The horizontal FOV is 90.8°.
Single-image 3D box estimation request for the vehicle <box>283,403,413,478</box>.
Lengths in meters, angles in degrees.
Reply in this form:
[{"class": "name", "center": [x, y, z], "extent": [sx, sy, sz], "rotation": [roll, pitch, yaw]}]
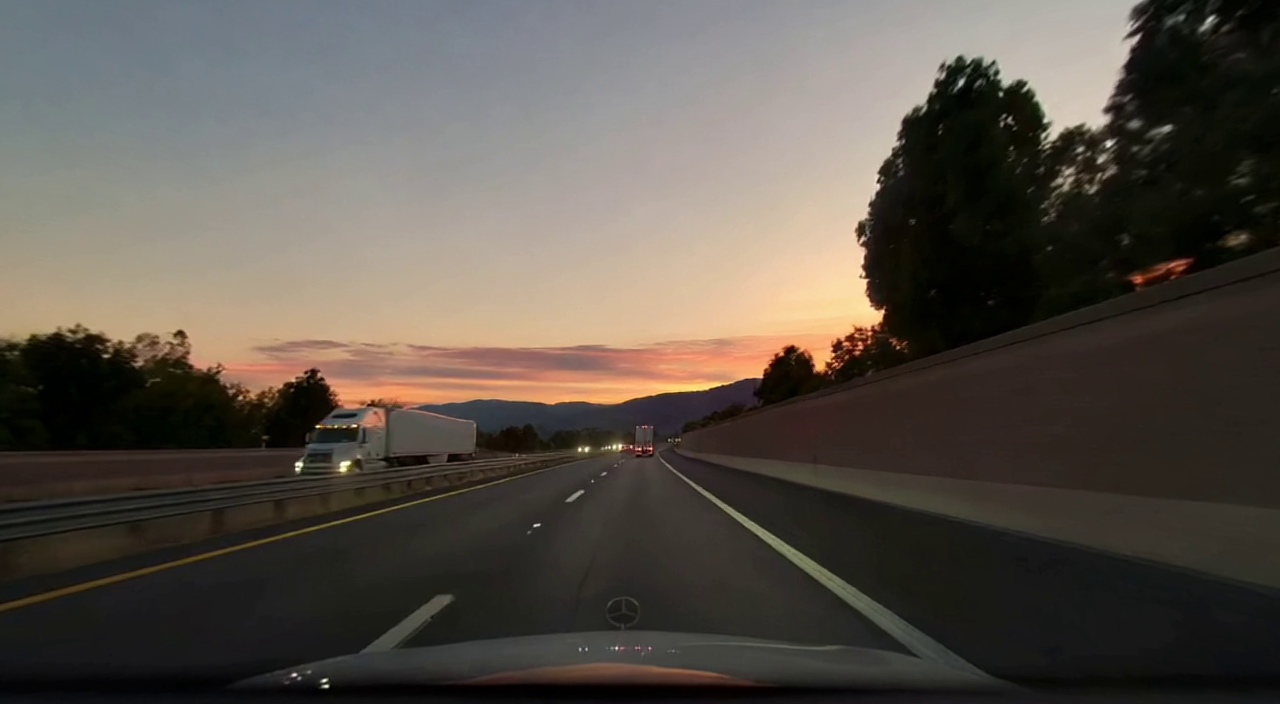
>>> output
[{"class": "vehicle", "center": [-17.345, 5.470, 38.651], "extent": [2.964, 3.929, 10.326], "rotation": [0, -9, 0]}]
